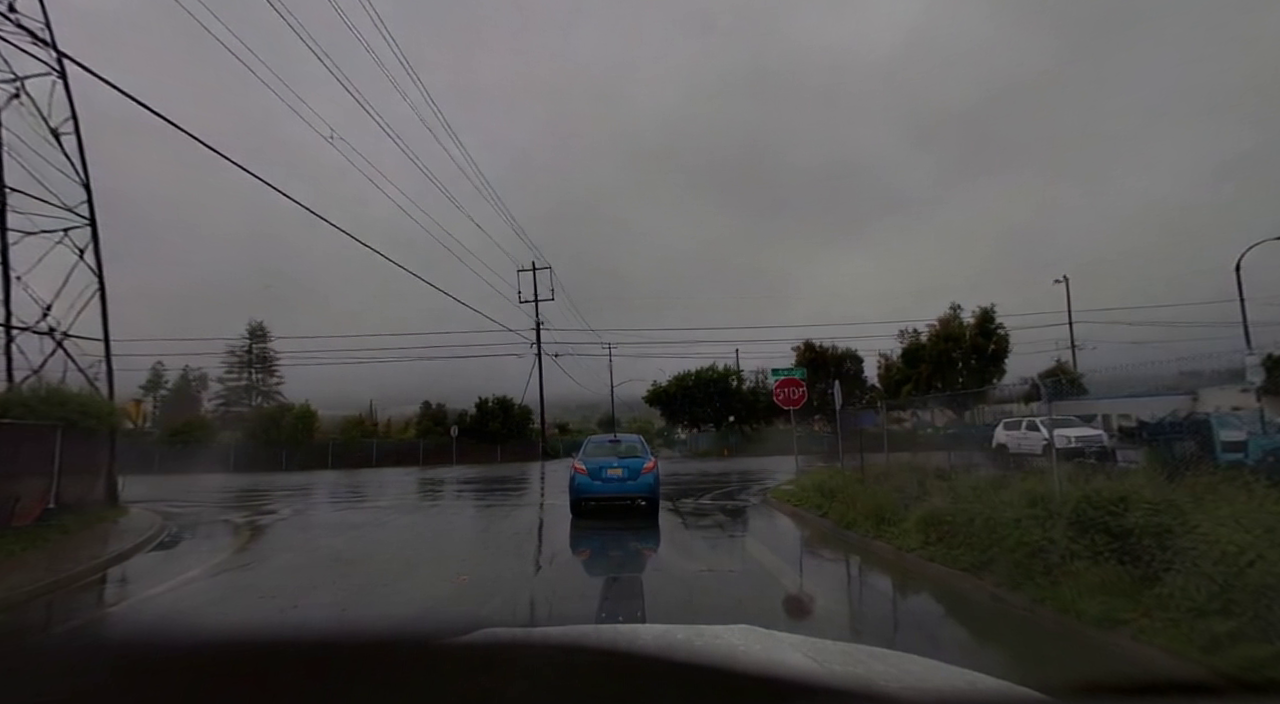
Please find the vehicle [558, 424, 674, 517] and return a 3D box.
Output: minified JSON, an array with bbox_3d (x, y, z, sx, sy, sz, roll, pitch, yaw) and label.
[{"bbox_3d":[-0.574,2.504,13.826,2.137,1.698,4.166,0,-8,-4],"label":"vehicle"}]
